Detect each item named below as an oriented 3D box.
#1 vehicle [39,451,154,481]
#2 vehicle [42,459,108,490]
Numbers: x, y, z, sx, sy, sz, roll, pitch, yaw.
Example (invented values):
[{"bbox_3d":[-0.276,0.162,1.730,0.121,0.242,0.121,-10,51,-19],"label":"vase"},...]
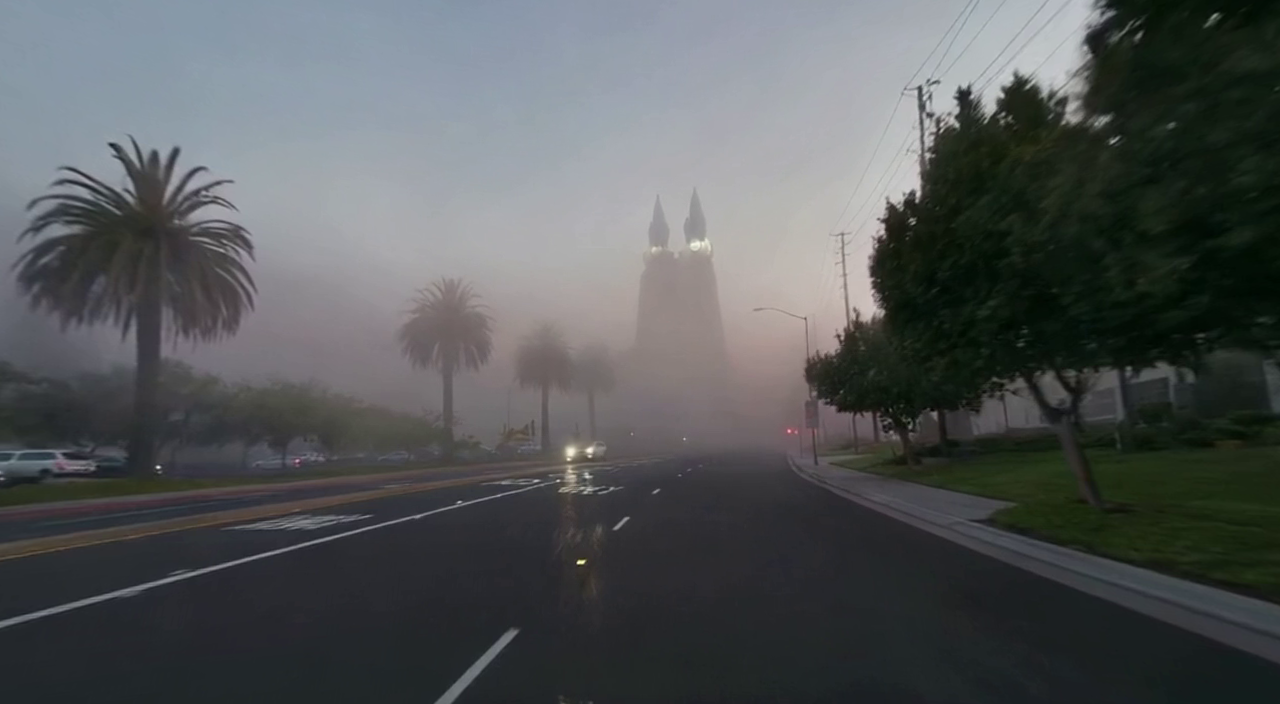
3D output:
[{"bbox_3d":[-36.152,7.553,41.858,5.582,1.832,2.493,-1,-9,6],"label":"vehicle"},{"bbox_3d":[-31.843,6.848,35.340,4.647,1.539,1.949,-7,-11,39],"label":"vehicle"}]
